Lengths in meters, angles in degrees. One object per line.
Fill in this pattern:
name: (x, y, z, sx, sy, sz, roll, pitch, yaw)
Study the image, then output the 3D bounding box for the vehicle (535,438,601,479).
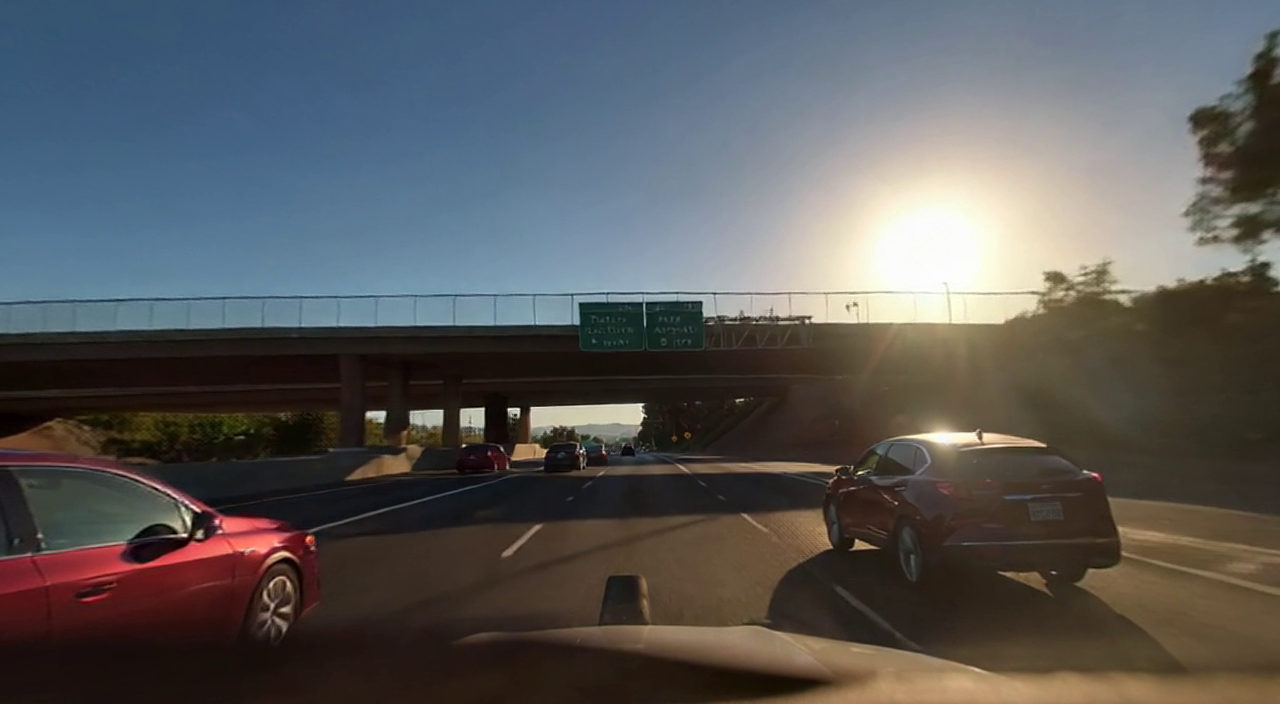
vehicle: (-3.069, 4.661, 27.924, 2.210, 1.628, 4.586, -1, -9, 2)

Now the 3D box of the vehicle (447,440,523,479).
vehicle: (-6.710, 4.735, 27.970, 2.069, 1.551, 4.830, 0, -9, 1)
